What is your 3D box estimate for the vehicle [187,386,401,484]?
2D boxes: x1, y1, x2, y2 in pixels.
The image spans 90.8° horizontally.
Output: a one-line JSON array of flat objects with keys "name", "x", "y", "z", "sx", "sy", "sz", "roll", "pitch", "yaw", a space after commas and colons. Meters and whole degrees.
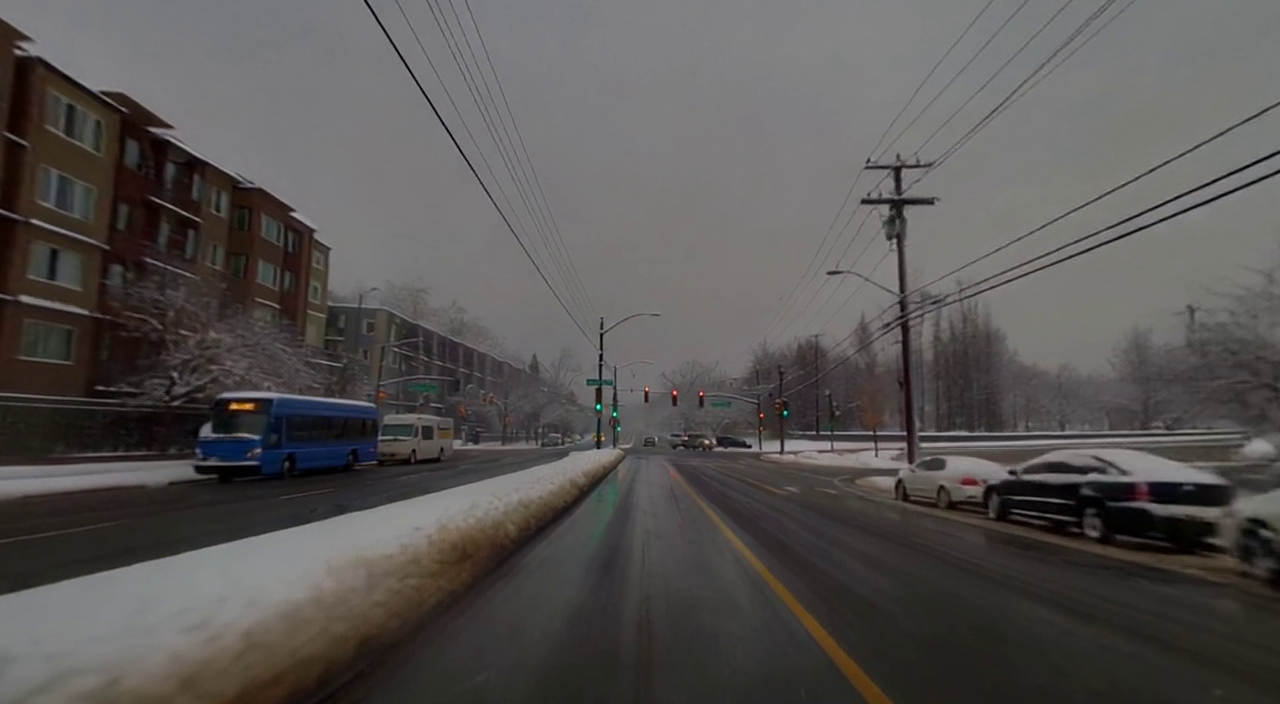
[{"name": "vehicle", "x": -13.763, "y": 3.573, "z": 26.721, "sx": 3.060, "sy": 3.307, "sz": 9.997, "roll": -1, "pitch": -8, "yaw": 2}]

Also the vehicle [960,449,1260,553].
[{"name": "vehicle", "x": 8.172, "y": 2.580, "z": 11.762, "sx": 1.996, "sy": 1.473, "sz": 4.740, "roll": 0, "pitch": -8, "yaw": 1}]
